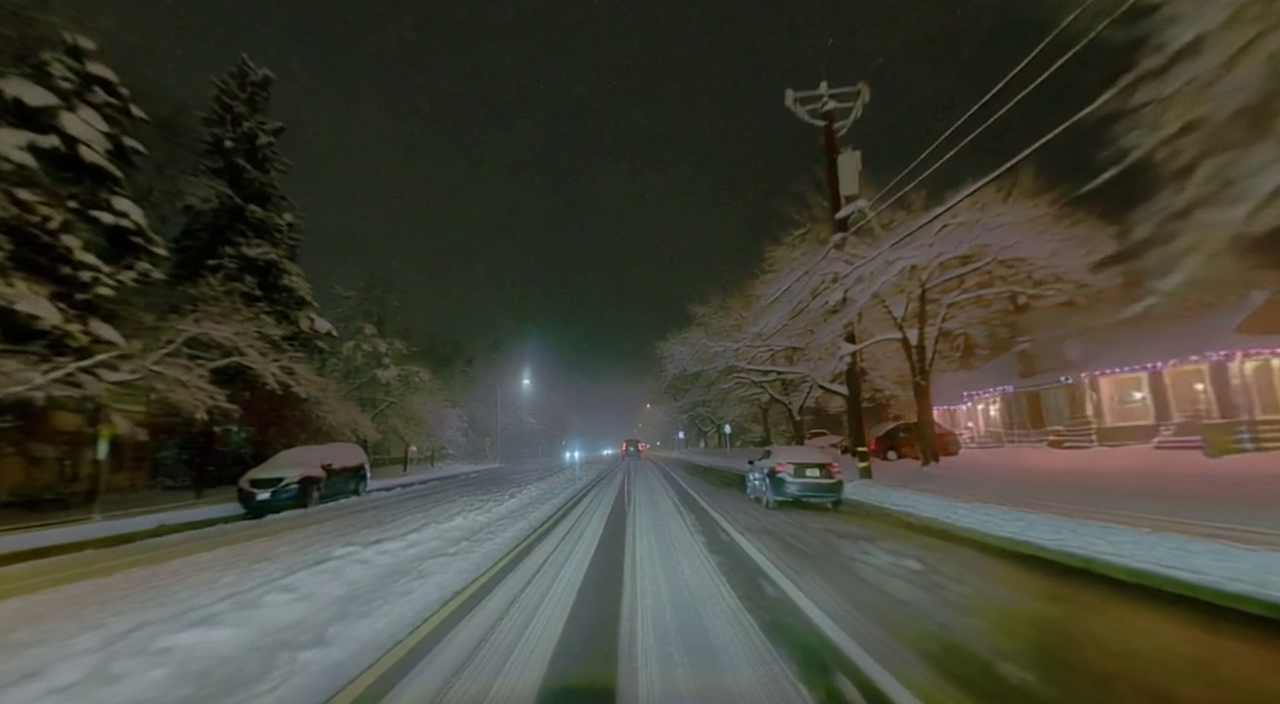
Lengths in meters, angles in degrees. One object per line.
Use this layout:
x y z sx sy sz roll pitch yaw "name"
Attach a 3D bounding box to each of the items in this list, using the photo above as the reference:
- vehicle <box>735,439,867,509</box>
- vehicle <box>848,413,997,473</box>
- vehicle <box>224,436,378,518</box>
3.901 3.021 16.205 2.167 1.535 4.464 0 -8 -1 "vehicle"
10.847 3.515 24.424 4.709 1.743 1.965 -5 -8 -8 "vehicle"
-10.958 4.013 20.987 2.111 2.050 5.328 -8 -8 0 "vehicle"
